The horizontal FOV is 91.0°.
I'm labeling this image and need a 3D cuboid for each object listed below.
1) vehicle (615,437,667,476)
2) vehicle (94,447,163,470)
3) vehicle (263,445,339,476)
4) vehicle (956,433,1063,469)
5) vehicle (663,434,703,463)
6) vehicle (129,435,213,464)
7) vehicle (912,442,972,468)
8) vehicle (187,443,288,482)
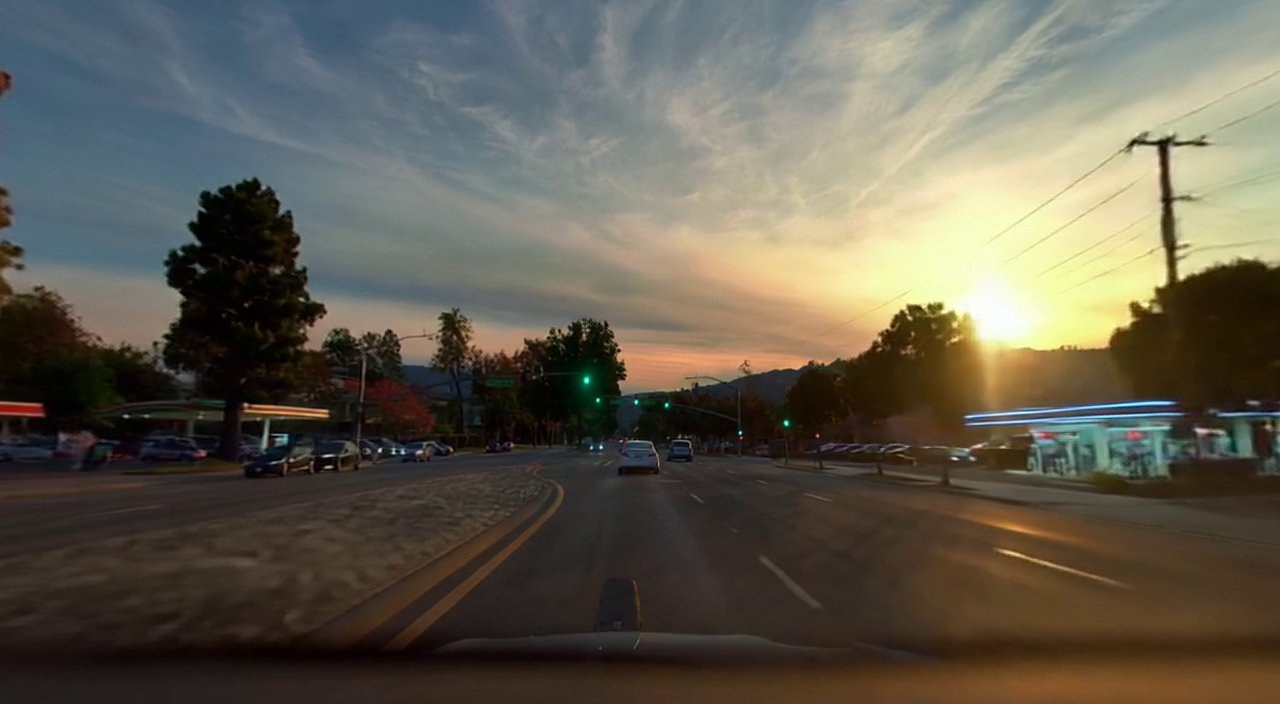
[{"bbox_3d":[0.025,4.592,27.888,2.145,1.572,4.021,0,-8,-1],"label":"vehicle"},{"bbox_3d":[-37.402,7.774,46.105,1.792,1.596,3.794,0,-9,0],"label":"vehicle"},{"bbox_3d":[-19.143,6.117,35.752,1.920,1.638,4.299,0,-8,0],"label":"vehicle"},{"bbox_3d":[20.437,5.544,35.255,2.254,1.804,5.953,-1,-9,-1],"label":"vehicle"},{"bbox_3d":[3.348,7.663,49.994,2.731,2.101,6.047,0,-8,0],"label":"vehicle"},{"bbox_3d":[-34.583,7.216,46.605,2.255,1.981,5.020,0,-9,1],"label":"vehicle"},{"bbox_3d":[20.270,6.904,42.432,1.950,1.519,4.860,-4,-9,5],"label":"vehicle"},{"bbox_3d":[-19.163,5.265,30.220,1.967,1.680,4.396,-1,-9,-1],"label":"vehicle"}]
